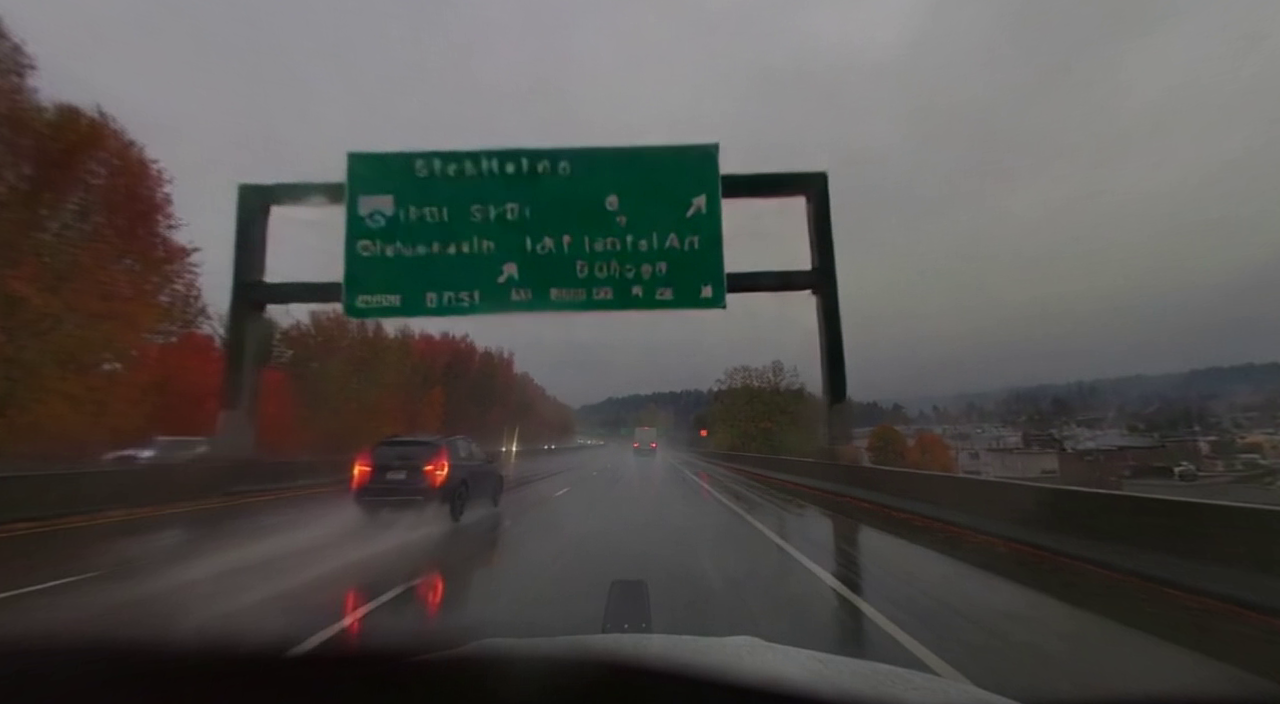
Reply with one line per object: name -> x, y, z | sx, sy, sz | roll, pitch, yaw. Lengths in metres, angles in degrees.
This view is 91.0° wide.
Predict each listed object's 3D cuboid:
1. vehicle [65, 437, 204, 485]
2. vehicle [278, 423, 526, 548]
vehicle -> -20.005, 4.301, 25.190 | 1.932, 1.711, 4.286 | 0, -8, 0
vehicle -> -3.472, 2.041, 10.443 | 2.061, 1.572, 4.814 | 0, -8, 2
